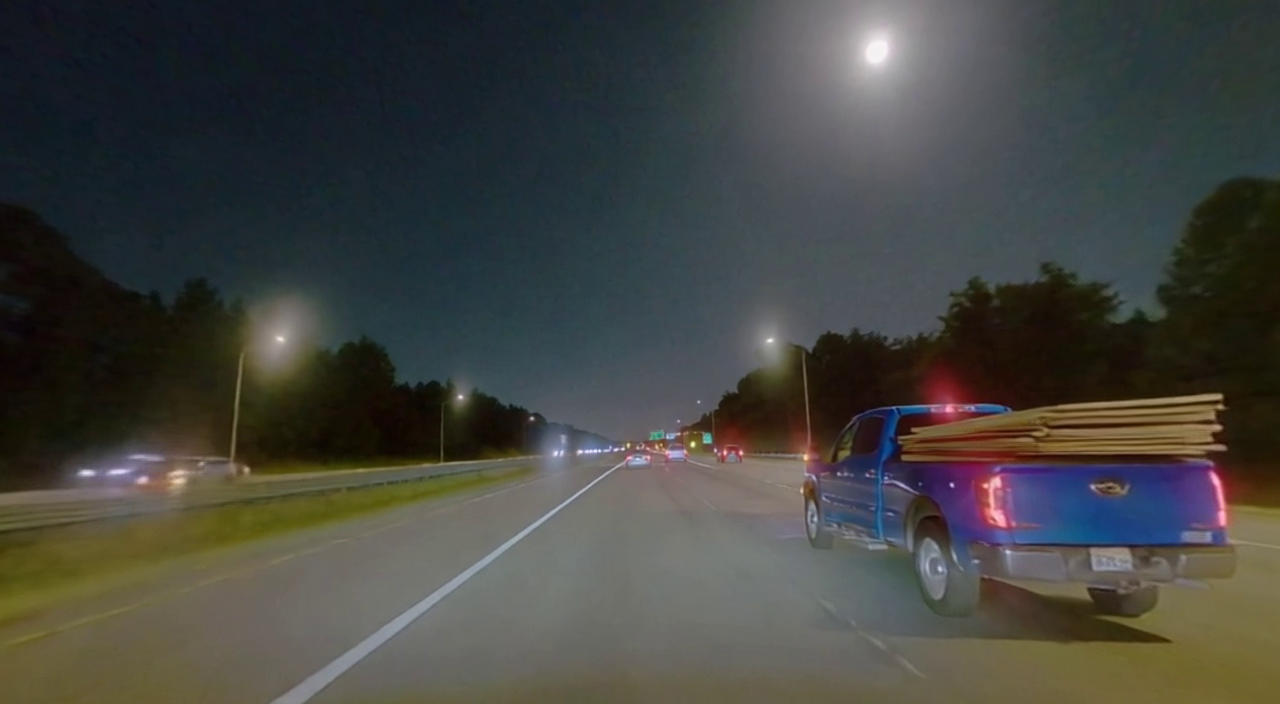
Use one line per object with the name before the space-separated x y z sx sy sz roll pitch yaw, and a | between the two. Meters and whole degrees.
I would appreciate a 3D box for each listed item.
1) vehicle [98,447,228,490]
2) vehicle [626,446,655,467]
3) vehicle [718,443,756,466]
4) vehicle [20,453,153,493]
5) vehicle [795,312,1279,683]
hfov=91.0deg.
vehicle | -21.414 5.221 28.603 2.082 1.753 4.783 0 -9 1
vehicle | 0.055 7.695 46.584 2.030 1.473 3.926 0 -9 0
vehicle | 7.443 7.916 48.755 2.189 1.704 4.521 0 -9 0
vehicle | -25.119 5.457 28.841 1.927 1.614 4.512 0 -9 1
vehicle | 3.472 1.210 6.379 2.354 2.079 5.586 0 -9 0
